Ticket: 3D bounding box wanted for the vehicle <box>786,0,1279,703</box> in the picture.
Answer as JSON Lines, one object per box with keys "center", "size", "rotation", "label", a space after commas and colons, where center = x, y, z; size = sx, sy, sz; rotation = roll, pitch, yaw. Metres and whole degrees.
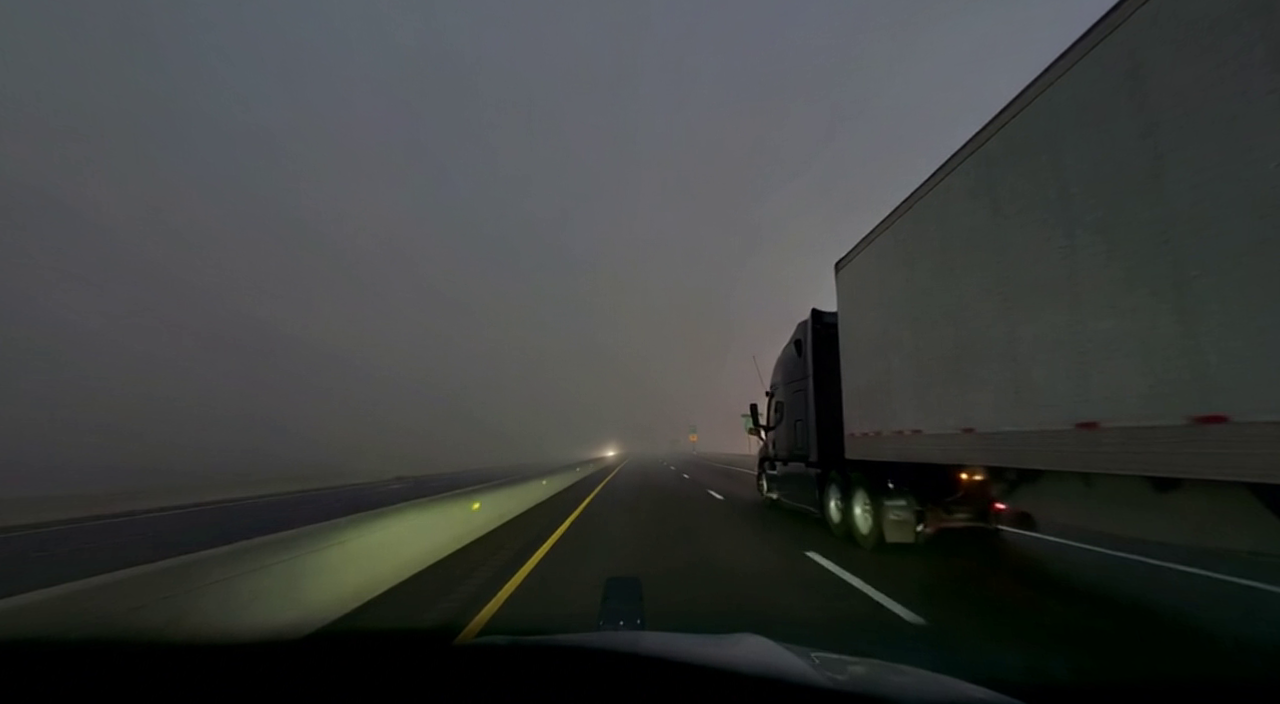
{"center": [4.242, 0.062, 5.183], "size": [2.937, 4.082, 12.918], "rotation": [0, -9, 0], "label": "vehicle"}
